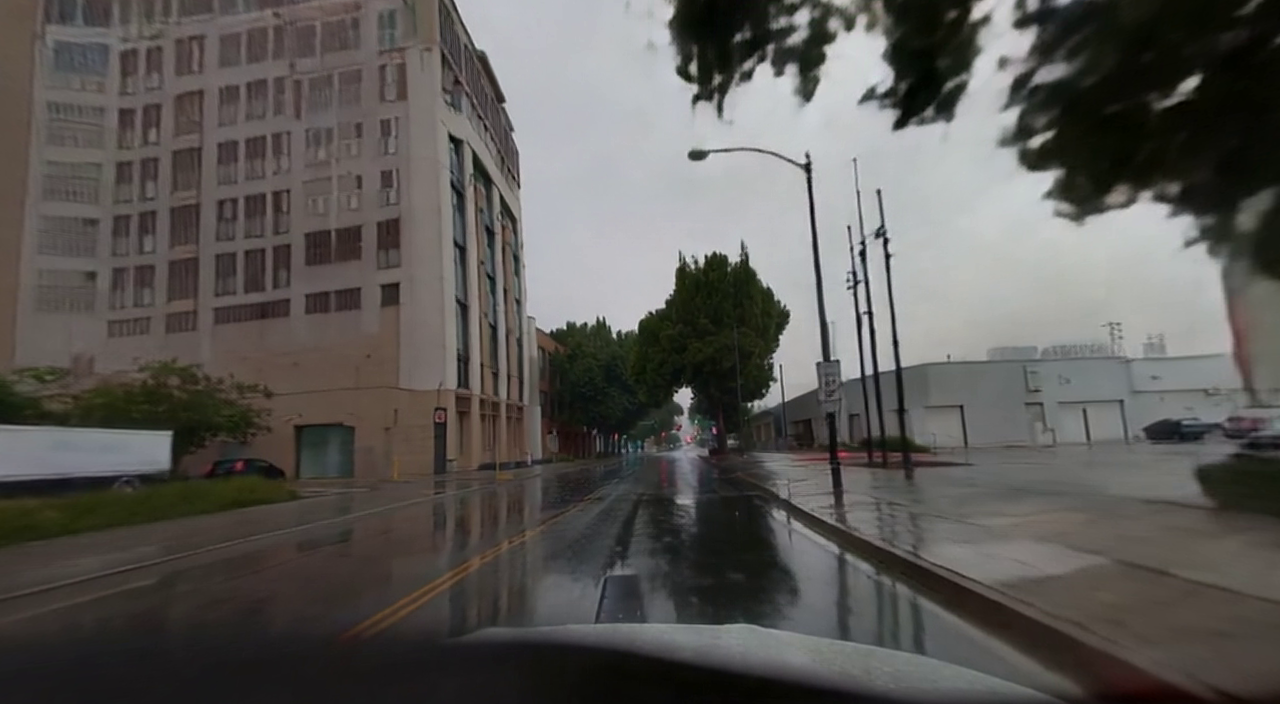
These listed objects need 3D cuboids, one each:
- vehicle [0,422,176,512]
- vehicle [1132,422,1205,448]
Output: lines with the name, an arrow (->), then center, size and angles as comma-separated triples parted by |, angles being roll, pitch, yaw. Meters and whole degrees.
vehicle -> -19.814, 3.776, 20.808 | 2.166, 2.698, 7.006 | -6, -9, 20
vehicle -> 33.253, 5.288, 39.647 | 1.635, 1.503, 3.463 | -3, -9, 3
